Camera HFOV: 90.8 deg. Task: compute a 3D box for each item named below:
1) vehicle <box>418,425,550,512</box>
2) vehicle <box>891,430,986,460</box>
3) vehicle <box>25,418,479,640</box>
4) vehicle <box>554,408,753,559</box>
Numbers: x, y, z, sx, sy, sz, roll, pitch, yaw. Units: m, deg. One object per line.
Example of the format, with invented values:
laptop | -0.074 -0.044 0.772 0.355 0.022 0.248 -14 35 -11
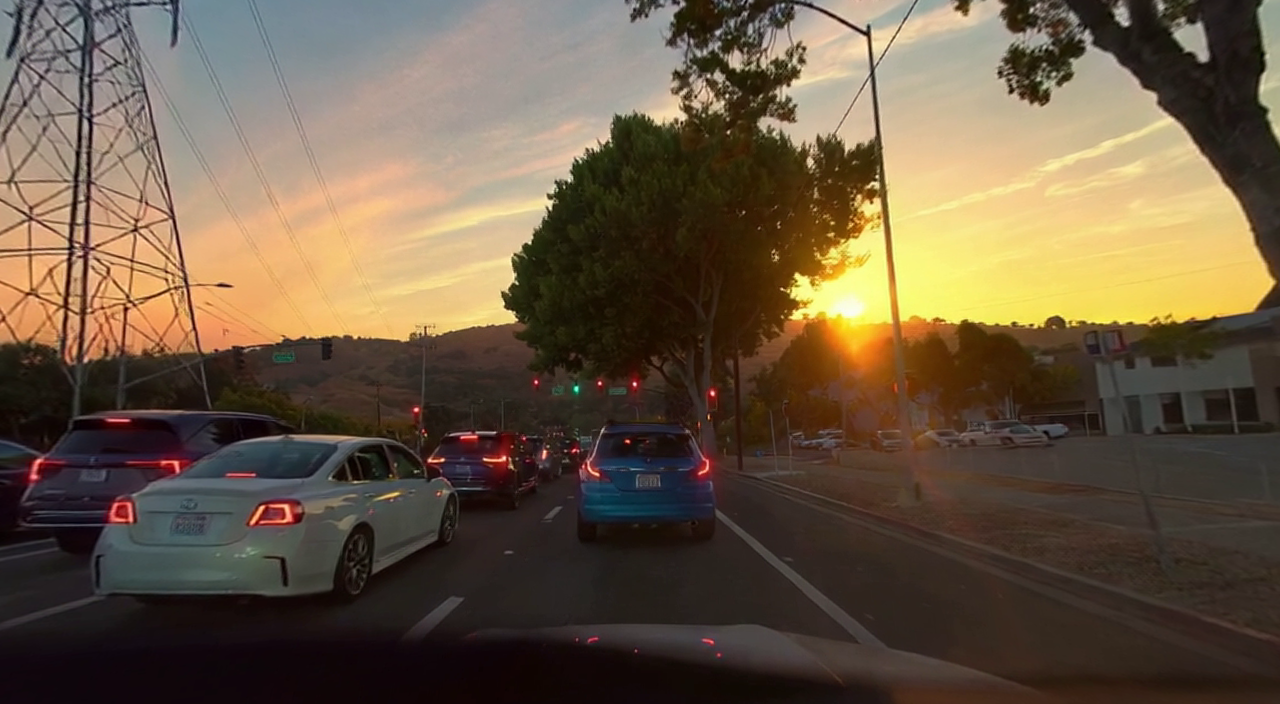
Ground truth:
vehicle | -3.255 2.508 14.025 1.997 1.636 3.760 0 -8 -1
vehicle | 15.097 4.721 32.111 3.858 1.437 1.899 0 -8 -5
vehicle | -3.185 1.515 6.550 1.973 1.469 4.448 0 -8 -1
vehicle | 0.094 1.783 9.291 2.239 1.661 4.224 0 -8 -2
